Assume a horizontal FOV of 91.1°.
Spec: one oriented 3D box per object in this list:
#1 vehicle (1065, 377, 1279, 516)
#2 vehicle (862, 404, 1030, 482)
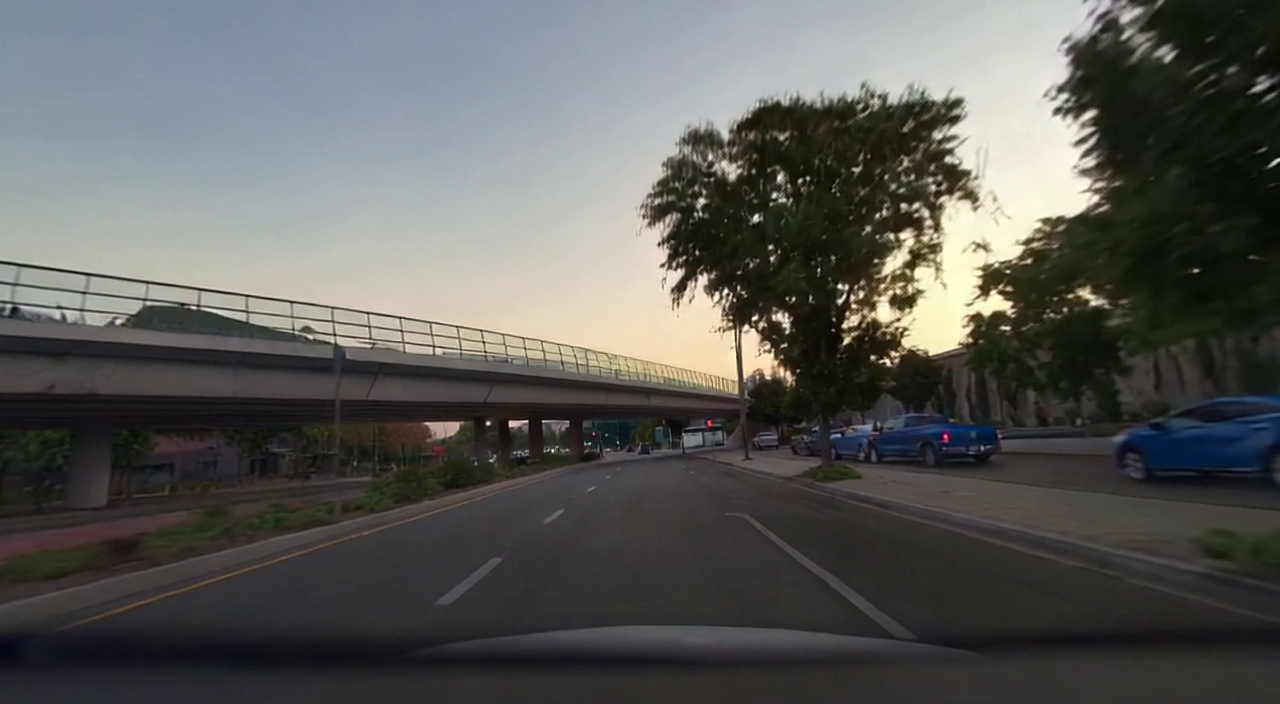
[{"bbox_3d":[10.249,1.516,10.752,2.138,1.805,5.011,-11,-8,-1],"label":"vehicle"},{"bbox_3d":[10.381,3.213,22.215,2.445,2.272,6.461,-1,-8,-2],"label":"vehicle"}]
